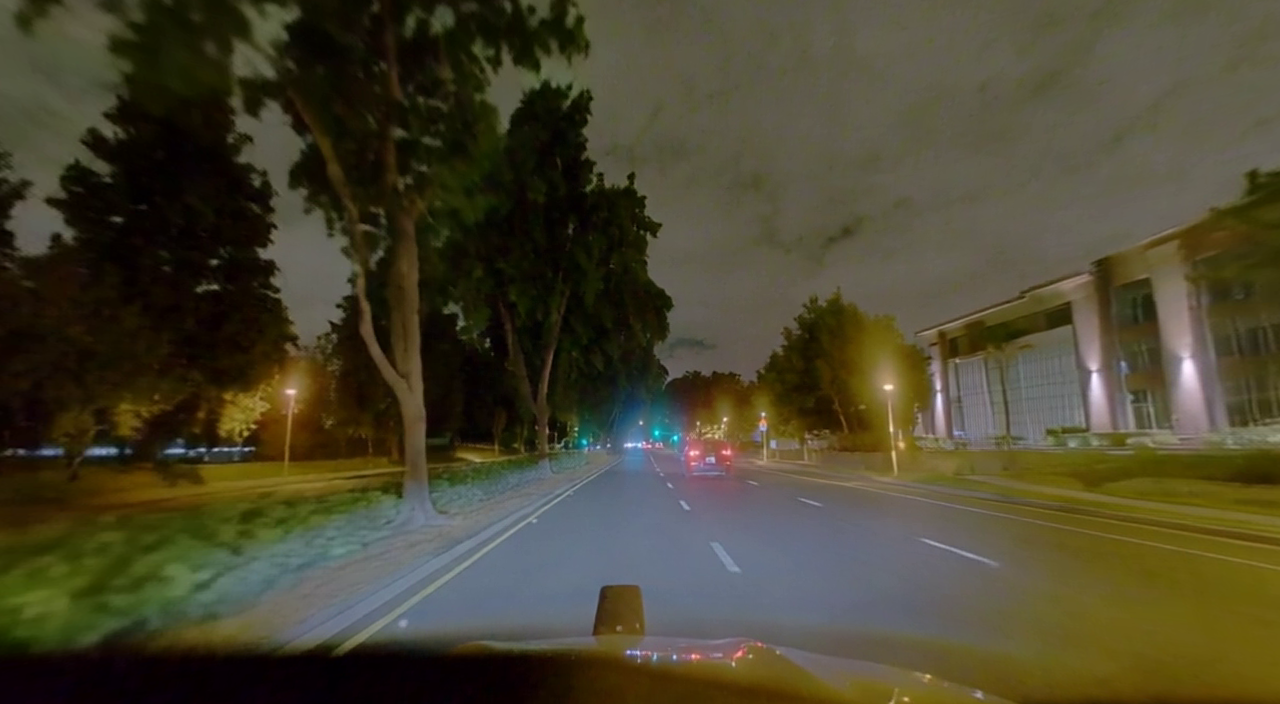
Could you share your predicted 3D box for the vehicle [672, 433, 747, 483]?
[{"bbox_3d":[2.548,4.066,24.522,2.240,1.740,4.605,0,-8,-2],"label":"vehicle"}]
